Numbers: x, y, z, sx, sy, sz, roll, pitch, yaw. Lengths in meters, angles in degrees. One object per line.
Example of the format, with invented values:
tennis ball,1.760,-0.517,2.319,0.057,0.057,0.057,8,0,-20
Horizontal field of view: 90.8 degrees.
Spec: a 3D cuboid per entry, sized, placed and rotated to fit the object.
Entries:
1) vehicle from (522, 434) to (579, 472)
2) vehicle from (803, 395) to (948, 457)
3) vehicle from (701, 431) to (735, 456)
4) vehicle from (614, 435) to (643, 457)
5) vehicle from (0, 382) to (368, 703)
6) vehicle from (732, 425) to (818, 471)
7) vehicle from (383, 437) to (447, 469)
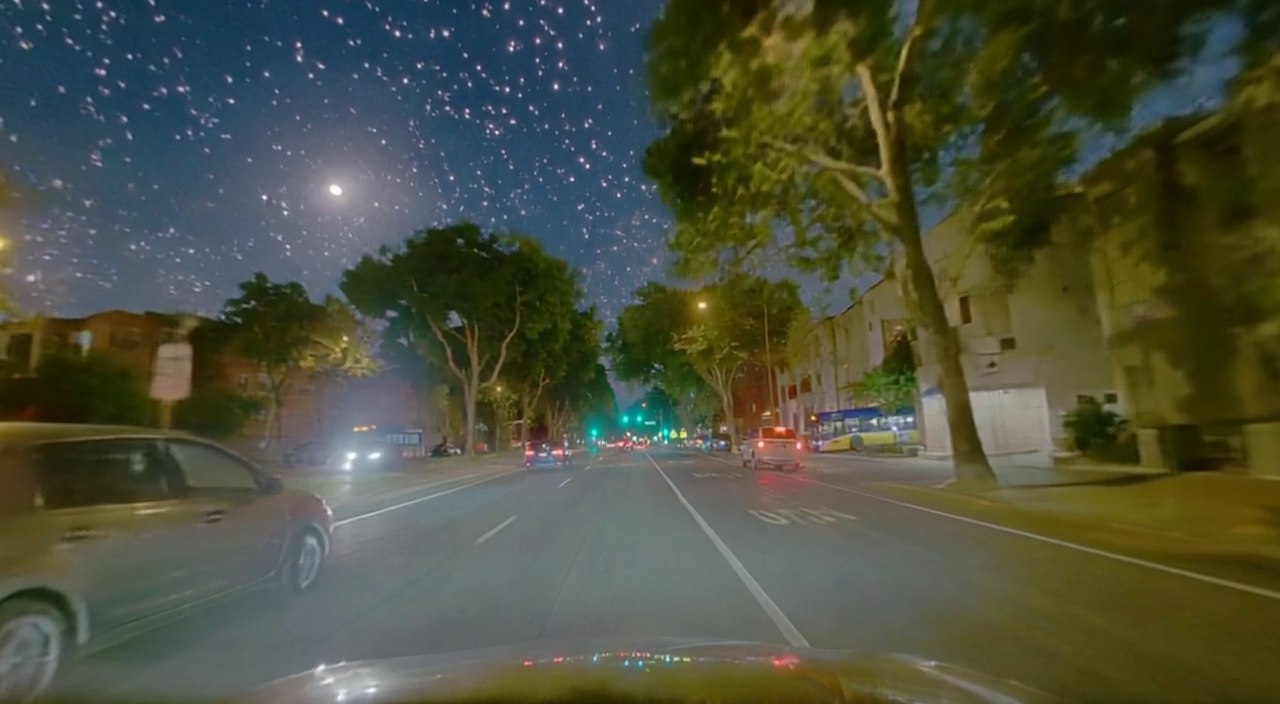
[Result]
vehicle,-3.857,4.418,27.892,1.934,1.522,4.287,0,-9,0
vehicle,14.787,4.715,40.092,7.722,2.908,3.067,-6,-7,-4
vehicle,5.848,6.939,47.817,1.945,1.829,4.305,0,-9,-2
vehicle,-0.798,6.806,45.599,1.999,1.520,3.896,0,-9,-1
vehicle,-3.675,1.102,3.980,1.995,1.524,4.438,0,-9,-1
vehicle,5.859,4.291,28.357,2.390,1.816,6.050,0,-9,-1
vehicle,-11.990,5.406,33.958,1.822,1.549,4.325,0,-9,0
